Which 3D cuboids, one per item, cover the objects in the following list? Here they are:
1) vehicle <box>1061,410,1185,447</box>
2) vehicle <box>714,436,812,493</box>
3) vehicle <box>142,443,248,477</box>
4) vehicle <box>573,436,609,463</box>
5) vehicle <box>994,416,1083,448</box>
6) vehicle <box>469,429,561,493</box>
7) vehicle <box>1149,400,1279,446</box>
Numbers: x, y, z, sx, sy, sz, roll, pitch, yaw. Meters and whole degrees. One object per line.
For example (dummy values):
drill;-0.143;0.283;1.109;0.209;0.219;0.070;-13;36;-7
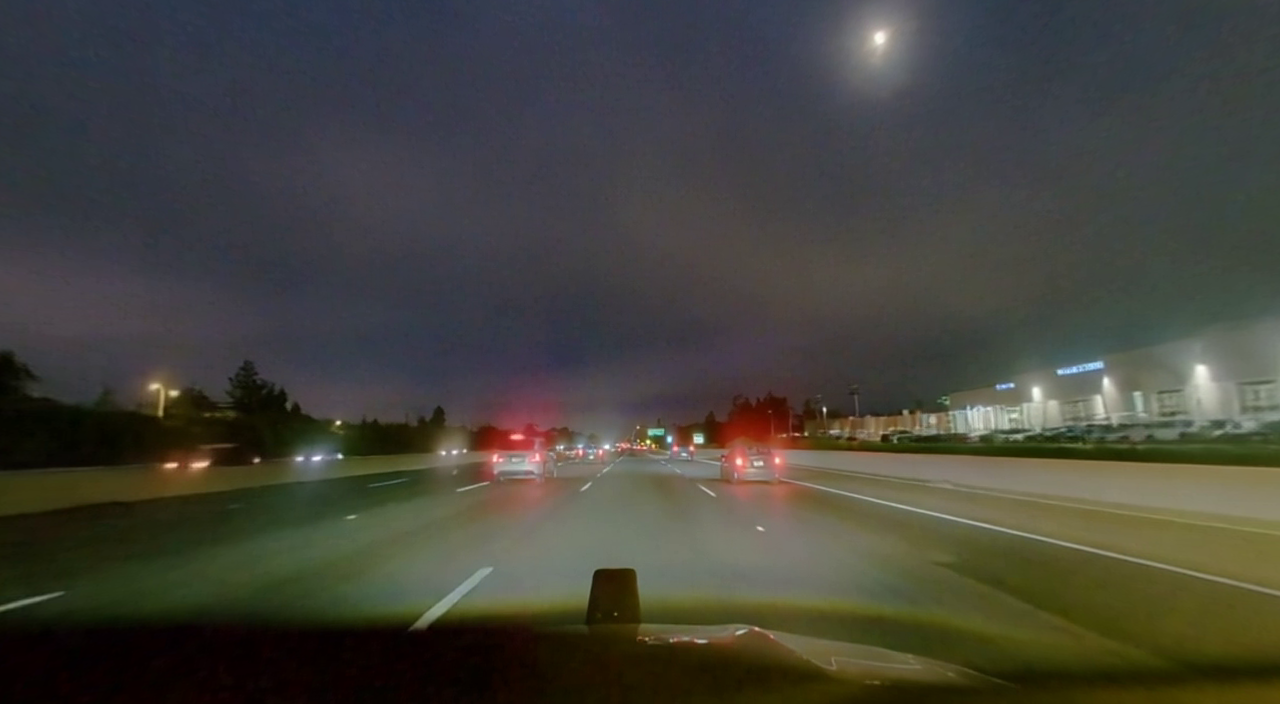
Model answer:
vehicle;27.649;4.507;36.559;2.202;1.863;6.272;-1;-9;0
vehicle;3.634;3.415;19.590;1.957;1.510;4.643;0;-8;-2
vehicle;-21.015;5.086;30.084;1.878;1.500;4.292;0;-8;0
vehicle;-3.712;7.558;49.084;2.410;1.981;5.355;0;-8;0
vehicle;27.539;5.655;43.974;2.031;1.963;6.154;-2;-9;-1
vehicle;-3.805;3.407;20.086;1.987;1.765;4.508;0;-8;0
vehicle;27.724;3.446;29.920;2.235;1.862;5.983;-1;-9;0
